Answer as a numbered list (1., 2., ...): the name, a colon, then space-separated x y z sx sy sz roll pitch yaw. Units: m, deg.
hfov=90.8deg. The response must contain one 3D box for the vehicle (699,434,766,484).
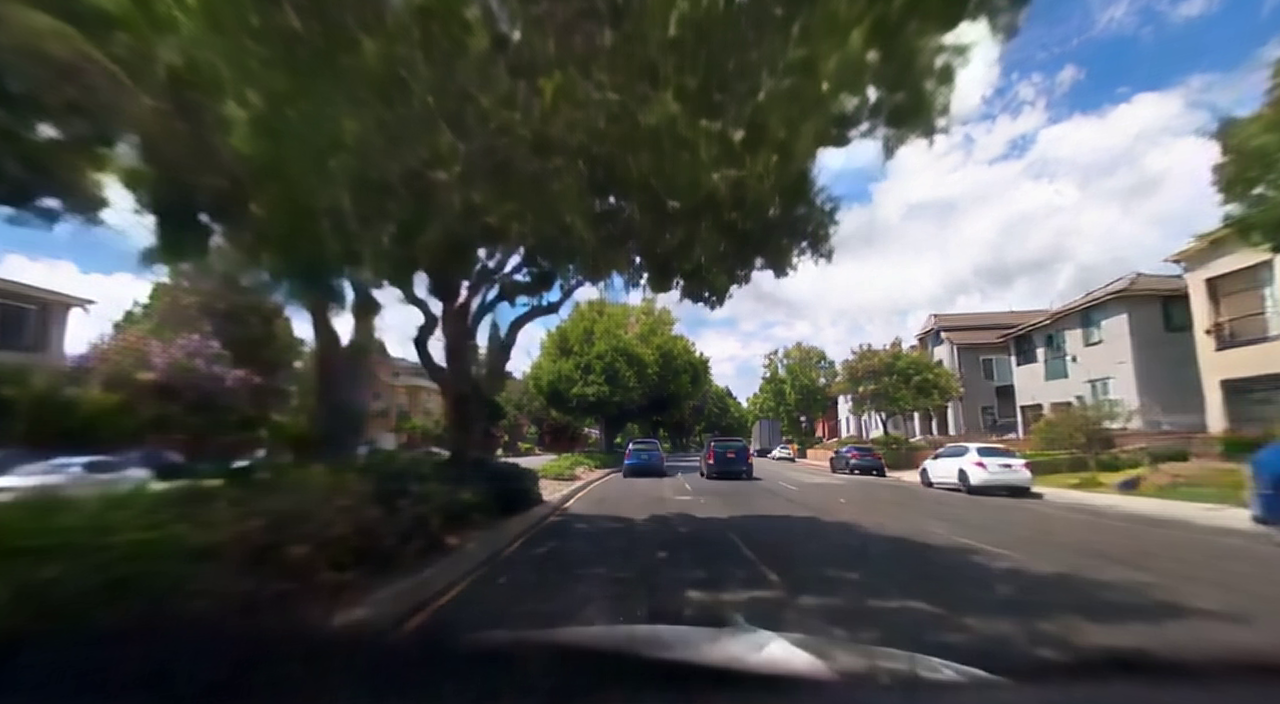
1. vehicle: 3.590 4.246 25.315 2.033 1.823 4.409 0 -9 0

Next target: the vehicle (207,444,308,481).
1. vehicle: -18.545 5.391 30.902 2.023 1.561 4.497 -2 -10 2

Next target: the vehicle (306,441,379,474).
1. vehicle: -17.899 6.330 38.288 2.175 1.819 4.703 0 -8 -1

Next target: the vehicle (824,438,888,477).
1. vehicle: 11.057 5.419 32.725 1.938 1.860 4.690 -1 -9 4

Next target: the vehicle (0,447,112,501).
1. vehicle: -18.979 3.655 18.880 1.951 1.513 5.107 -3 -9 1

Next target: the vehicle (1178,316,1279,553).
1. vehicle: 10.665 0.730 6.696 3.705 3.221 6.779 -1 -10 0

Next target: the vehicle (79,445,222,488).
1. vehicle: -18.938 4.520 24.768 1.849 1.455 4.606 -2 -11 1

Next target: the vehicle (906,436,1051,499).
1. vehicle: 10.600 3.620 20.318 2.080 1.744 4.889 0 -8 2

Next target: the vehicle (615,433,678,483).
1. vehicle: 0.312 4.304 25.897 2.345 1.841 5.032 0 -9 2
